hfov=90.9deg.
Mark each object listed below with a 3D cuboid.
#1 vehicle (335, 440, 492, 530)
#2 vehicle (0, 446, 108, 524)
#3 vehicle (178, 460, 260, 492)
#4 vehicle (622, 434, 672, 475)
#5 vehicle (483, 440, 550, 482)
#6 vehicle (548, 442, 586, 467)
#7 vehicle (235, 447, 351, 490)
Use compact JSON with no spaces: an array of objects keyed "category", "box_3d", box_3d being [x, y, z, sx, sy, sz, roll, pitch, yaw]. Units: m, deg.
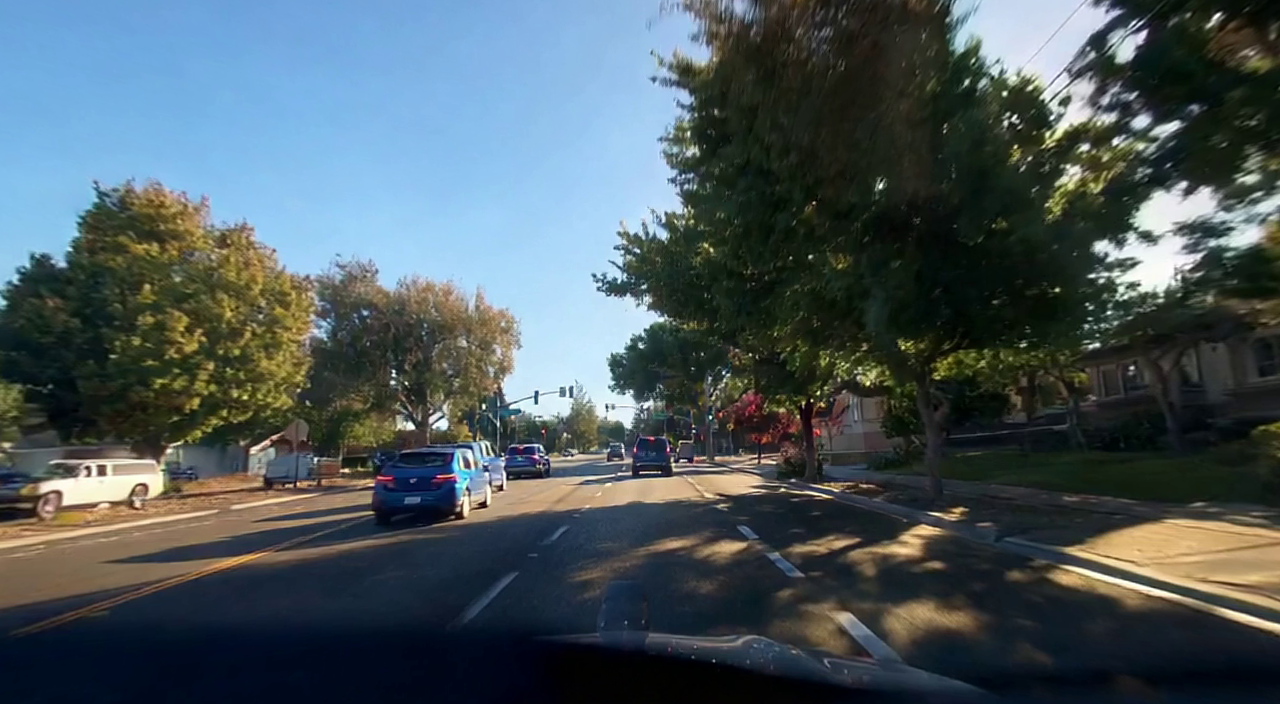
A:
[{"category":"vehicle","box_3d":[-4.320,2.564,12.862,2.043,1.464,4.571,1,-9,-7]},{"category":"vehicle","box_3d":[-18.898,3.696,17.826,5.642,2.016,2.305,-1,-9,3]},{"category":"vehicle","box_3d":[-21.392,6.295,32.187,1.632,1.435,3.580,0,-8,0]},{"category":"vehicle","box_3d":[0.348,4.895,30.295,2.235,1.778,4.178,-1,-9,1]},{"category":"vehicle","box_3d":[-5.330,4.770,27.921,2.052,1.664,4.476,0,-9,0]},{"category":"vehicle","box_3d":[-5.162,7.353,45.205,2.108,1.689,4.316,-1,-9,1]},{"category":"vehicle","box_3d":[-17.890,6.013,32.978,2.254,2.005,6.086,-1,-9,4]}]
